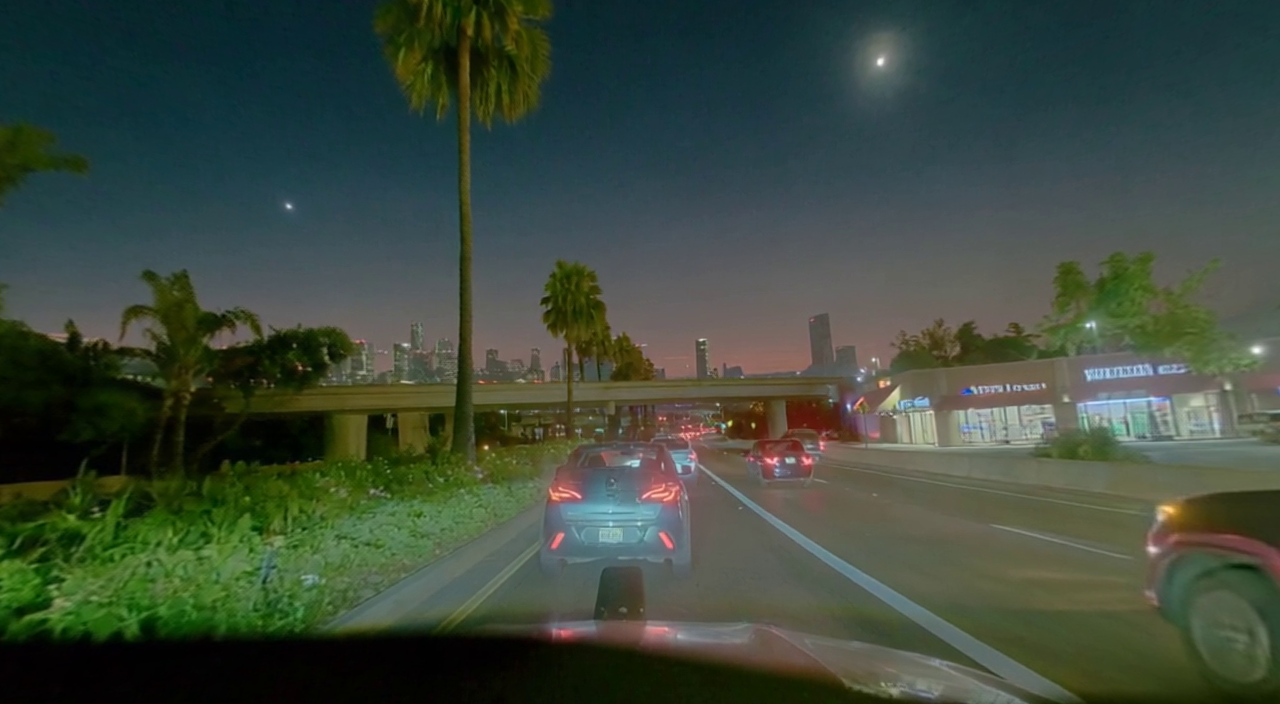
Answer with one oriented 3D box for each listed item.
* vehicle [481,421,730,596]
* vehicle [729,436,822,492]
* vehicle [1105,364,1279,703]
[{"bbox_3d":[-0.239,1.668,7.561,2.172,1.506,4.018,0,-9,2],"label":"vehicle"},{"bbox_3d":[4.069,3.430,19.703,2.034,1.517,4.840,0,-8,2],"label":"vehicle"},{"bbox_3d":[3.956,0.660,1.463,2.149,1.609,4.807,0,-9,2],"label":"vehicle"}]
